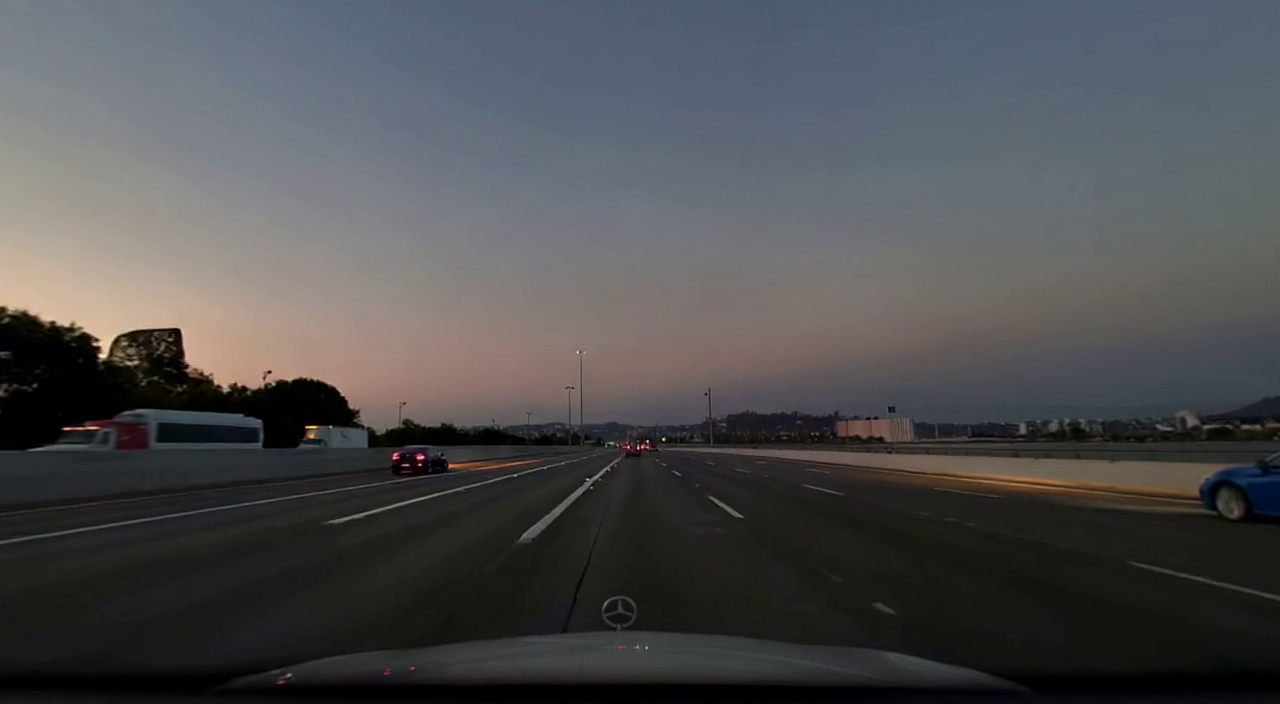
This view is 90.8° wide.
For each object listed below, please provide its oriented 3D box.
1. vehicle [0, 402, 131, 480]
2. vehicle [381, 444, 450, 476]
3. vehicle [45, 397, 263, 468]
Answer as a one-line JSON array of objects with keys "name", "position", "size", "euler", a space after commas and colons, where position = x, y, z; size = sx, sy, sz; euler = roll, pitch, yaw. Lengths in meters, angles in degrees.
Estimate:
[{"name": "vehicle", "position": [-34.248, 5.128, 36.255], "size": [3.017, 3.954, 8.238], "euler": [0, -9, 0]}, {"name": "vehicle", "position": [-11.243, 5.425, 31.983], "size": [1.921, 1.452, 4.429], "euler": [0, -9, 0]}, {"name": "vehicle", "position": [-34.412, 6.379, 46.665], "size": [2.899, 4.057, 16.924], "euler": [-1, -11, -1]}]
